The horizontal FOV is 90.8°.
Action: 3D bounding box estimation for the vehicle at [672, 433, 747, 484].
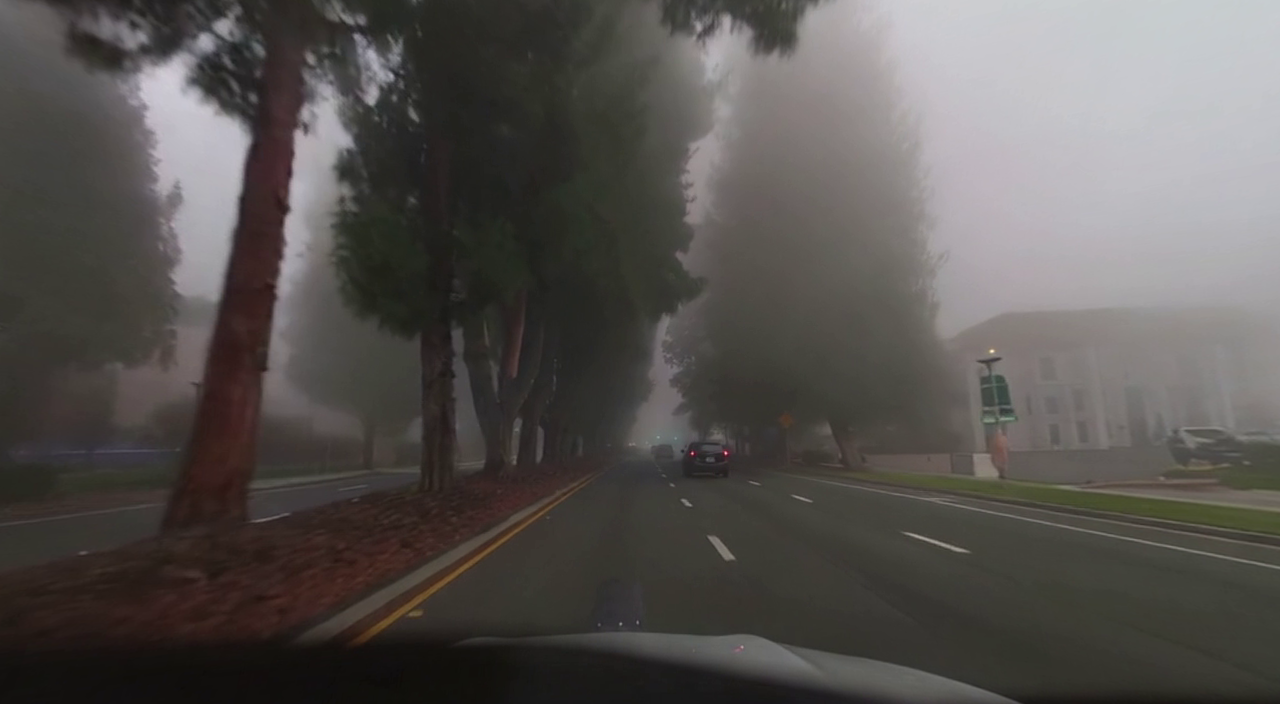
[{"bbox_3d":[2.548,4.069,24.454,2.240,1.740,4.605,0,-8,-2],"label":"vehicle"}]
